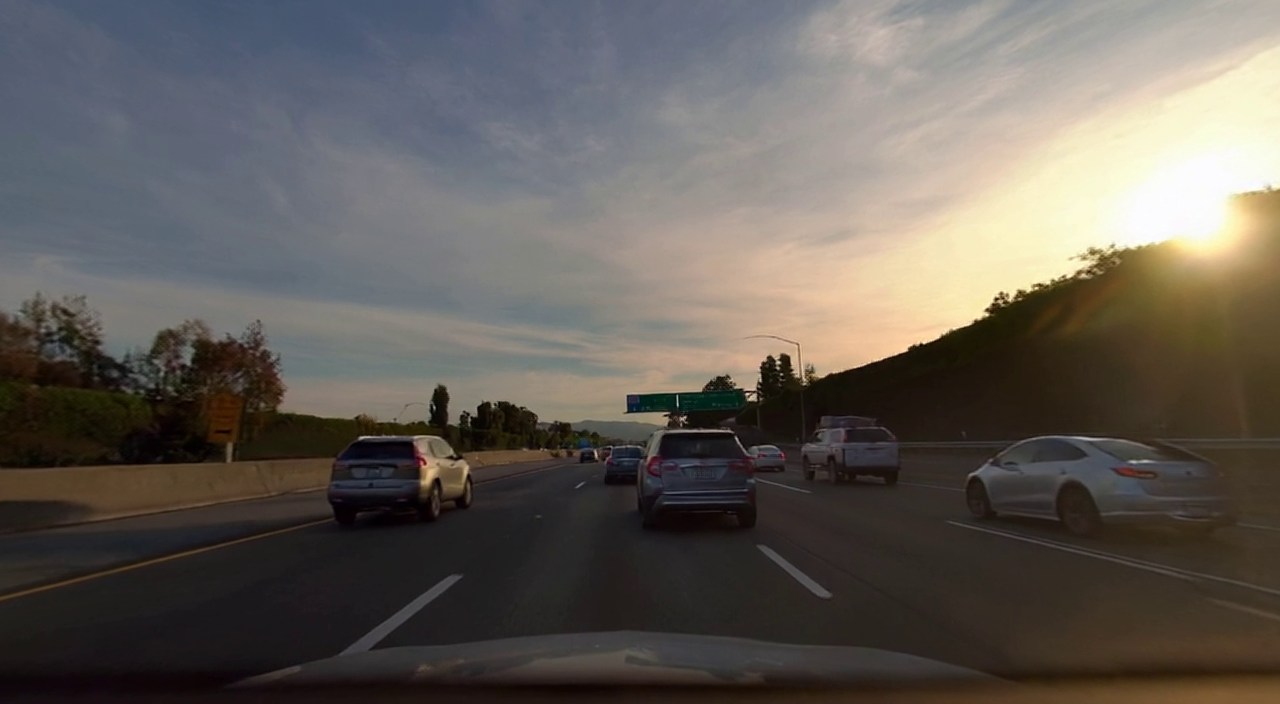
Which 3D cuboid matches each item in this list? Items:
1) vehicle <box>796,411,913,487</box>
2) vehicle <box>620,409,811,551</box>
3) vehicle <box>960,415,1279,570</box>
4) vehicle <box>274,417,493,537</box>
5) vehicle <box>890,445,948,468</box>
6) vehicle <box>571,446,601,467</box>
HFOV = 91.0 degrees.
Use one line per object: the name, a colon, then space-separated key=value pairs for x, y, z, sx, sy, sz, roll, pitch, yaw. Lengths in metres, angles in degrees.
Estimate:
vehicle: x=7.809 y=3.643 z=23.729 sx=2.390 sy=2.503 sz=5.788 roll=0 pitch=-9 yaw=1
vehicle: x=0.893 y=1.909 z=9.930 sx=2.230 sy=1.740 sz=3.976 roll=1 pitch=-9 yaw=-4
vehicle: x=6.804 y=1.851 z=9.049 sx=1.972 sy=1.647 sz=4.429 roll=0 pitch=-9 yaw=-2
vehicle: x=-4.319 y=2.199 z=11.635 sx=2.047 sy=1.755 sz=4.638 roll=0 pitch=-9 yaw=0
vehicle: x=20.008 y=7.502 z=45.361 sx=1.932 sy=1.492 sz=4.549 roll=1 pitch=-9 yaw=-3
vehicle: x=-4.195 y=8.189 z=49.576 sx=1.889 sy=1.600 sz=4.043 roll=0 pitch=-9 yaw=1
